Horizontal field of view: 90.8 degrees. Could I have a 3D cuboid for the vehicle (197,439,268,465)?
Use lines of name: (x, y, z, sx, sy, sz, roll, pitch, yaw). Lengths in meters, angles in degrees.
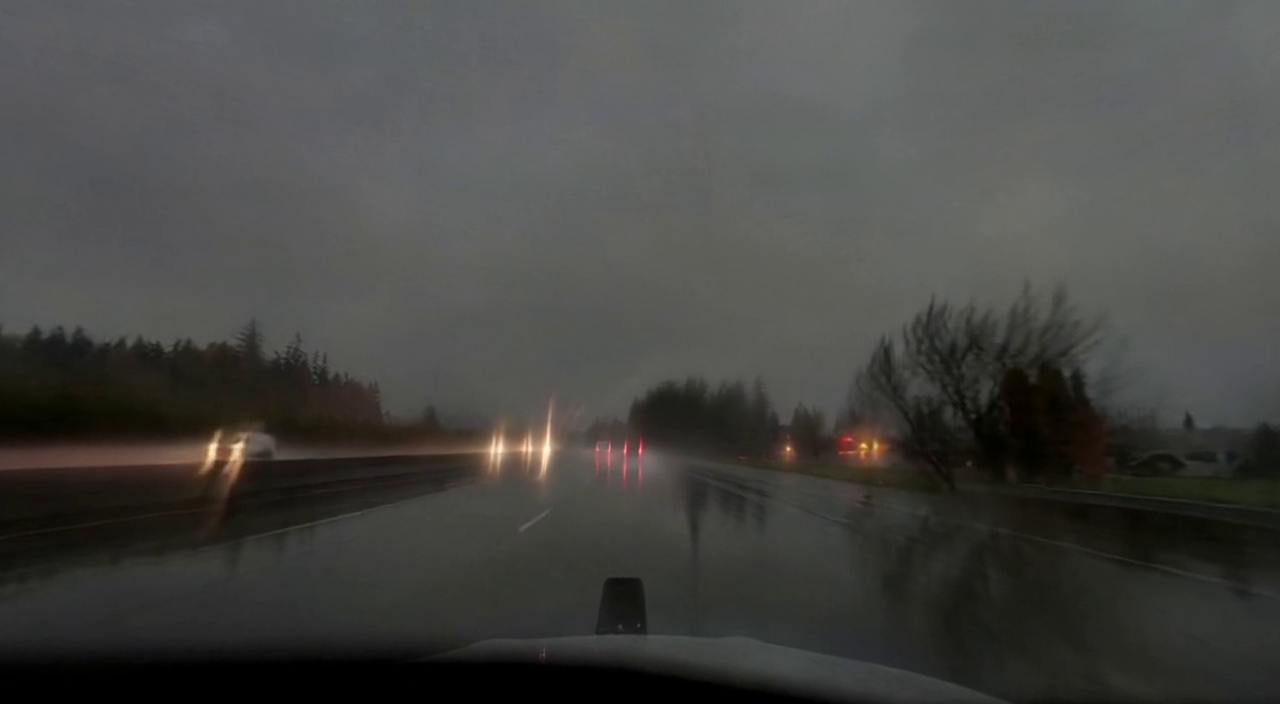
vehicle: (-25.066, 6.170, 38.936, 1.786, 1.465, 3.860, 0, -9, -1)
